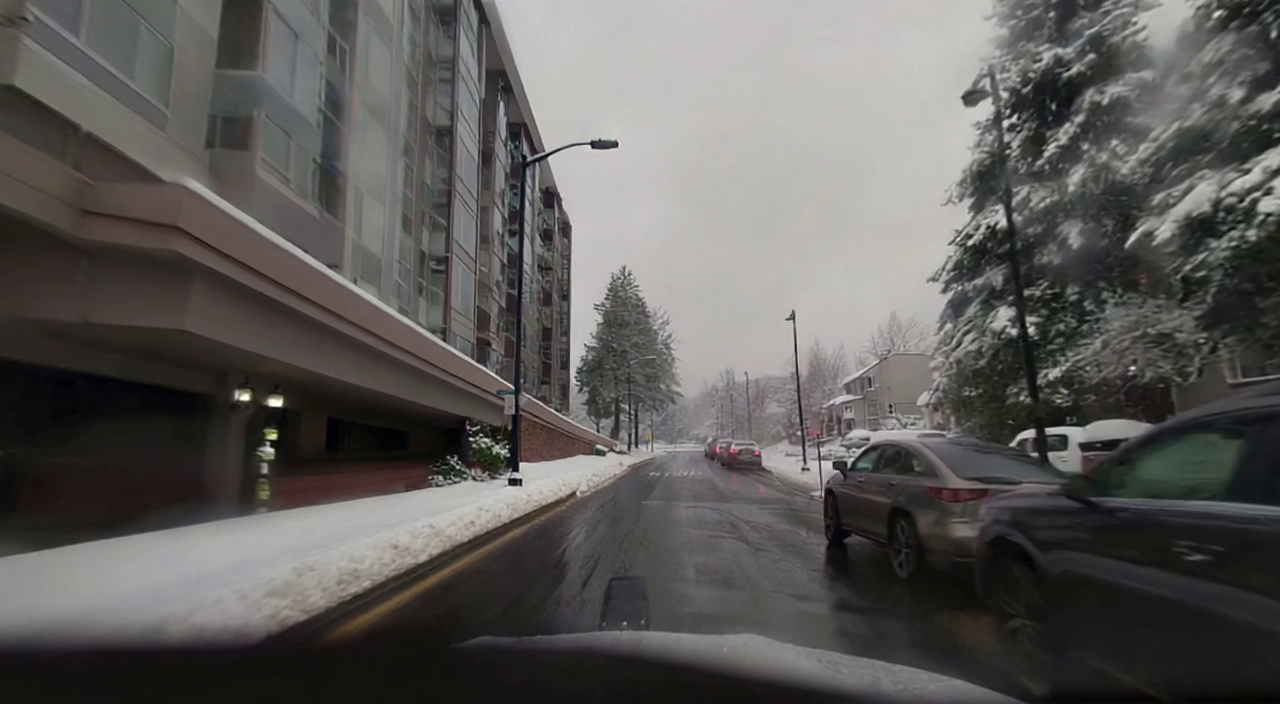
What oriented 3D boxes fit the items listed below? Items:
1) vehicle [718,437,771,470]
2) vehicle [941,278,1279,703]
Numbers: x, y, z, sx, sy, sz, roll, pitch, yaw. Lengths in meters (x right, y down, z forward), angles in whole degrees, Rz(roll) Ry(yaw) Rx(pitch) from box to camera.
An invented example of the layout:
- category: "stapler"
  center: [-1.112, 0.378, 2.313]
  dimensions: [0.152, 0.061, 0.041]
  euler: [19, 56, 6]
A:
- category: "vehicle"
  center: [5.047, 4.995, 31.137]
  dimensions: [2.024, 1.475, 4.565]
  euler: [-1, -9, 2]
- category: "vehicle"
  center: [2.980, 0.624, 1.541]
  dimensions: [2.200, 1.766, 4.868]
  euler: [-1, -9, 2]
